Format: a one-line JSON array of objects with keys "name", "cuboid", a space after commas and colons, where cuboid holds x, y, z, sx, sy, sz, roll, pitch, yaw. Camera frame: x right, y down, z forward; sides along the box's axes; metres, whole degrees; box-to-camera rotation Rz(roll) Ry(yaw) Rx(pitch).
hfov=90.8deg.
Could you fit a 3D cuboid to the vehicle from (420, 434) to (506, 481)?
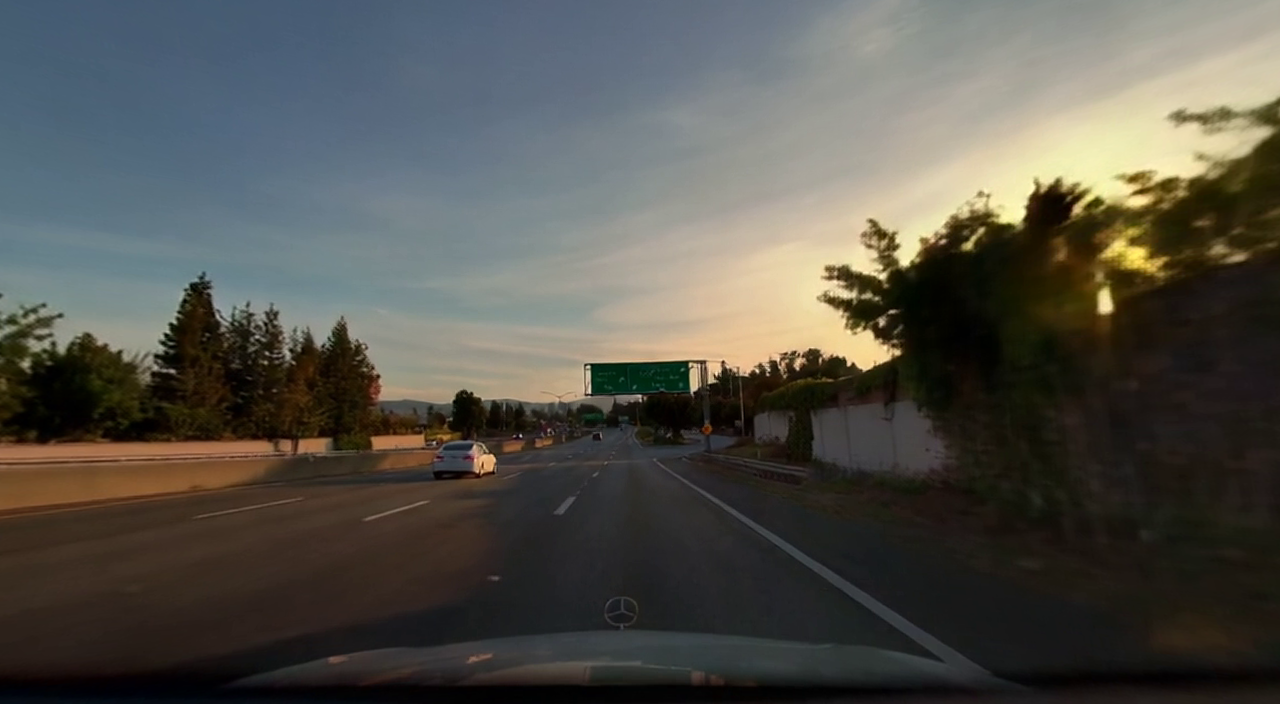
[{"name": "vehicle", "cuboid": [-7.087, 4.276, 25.860, 2.115, 1.711, 4.722, 0, -8, 0]}]
